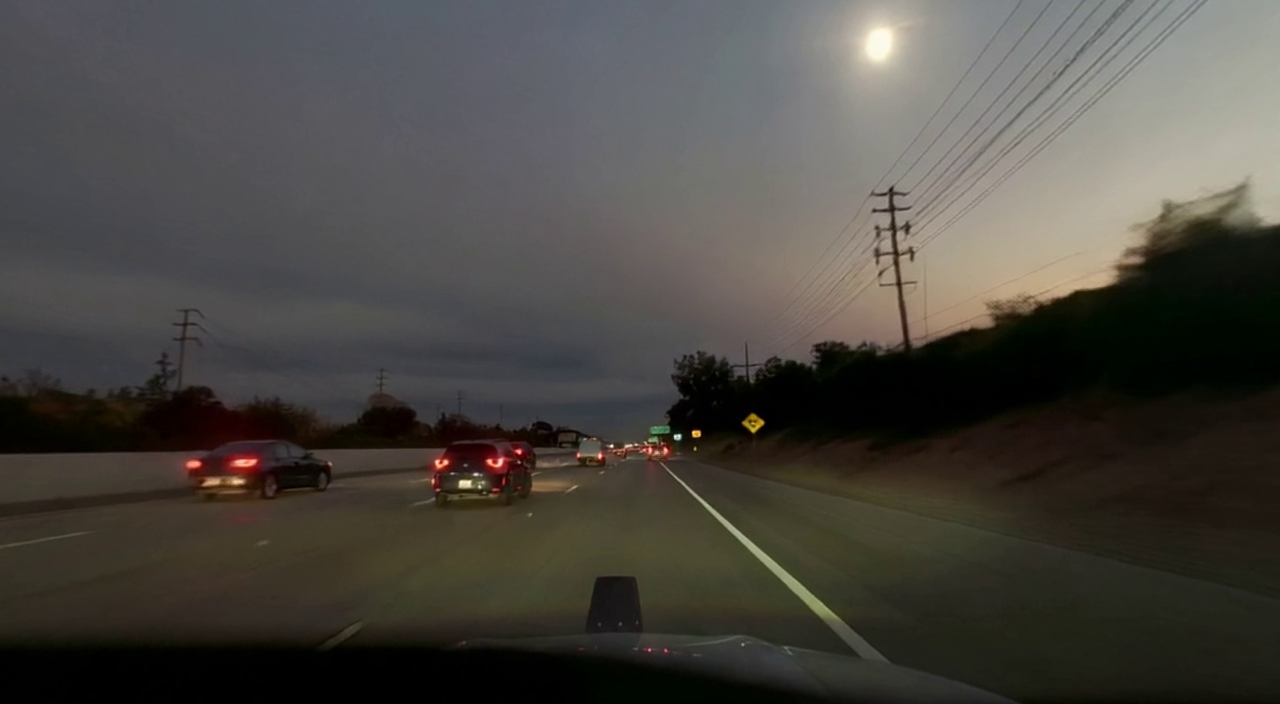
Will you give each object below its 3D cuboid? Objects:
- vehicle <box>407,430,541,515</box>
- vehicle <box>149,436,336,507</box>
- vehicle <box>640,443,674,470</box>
[{"bbox_3d":[-3.674,2.750,14.801,1.976,1.688,4.124,0,-9,1],"label":"vehicle"},{"bbox_3d":[-11.015,3.328,18.049,2.097,1.722,4.981,0,-9,0],"label":"vehicle"},{"bbox_3d":[1.106,6.752,40.833,2.038,1.677,4.219,0,-9,2],"label":"vehicle"}]
